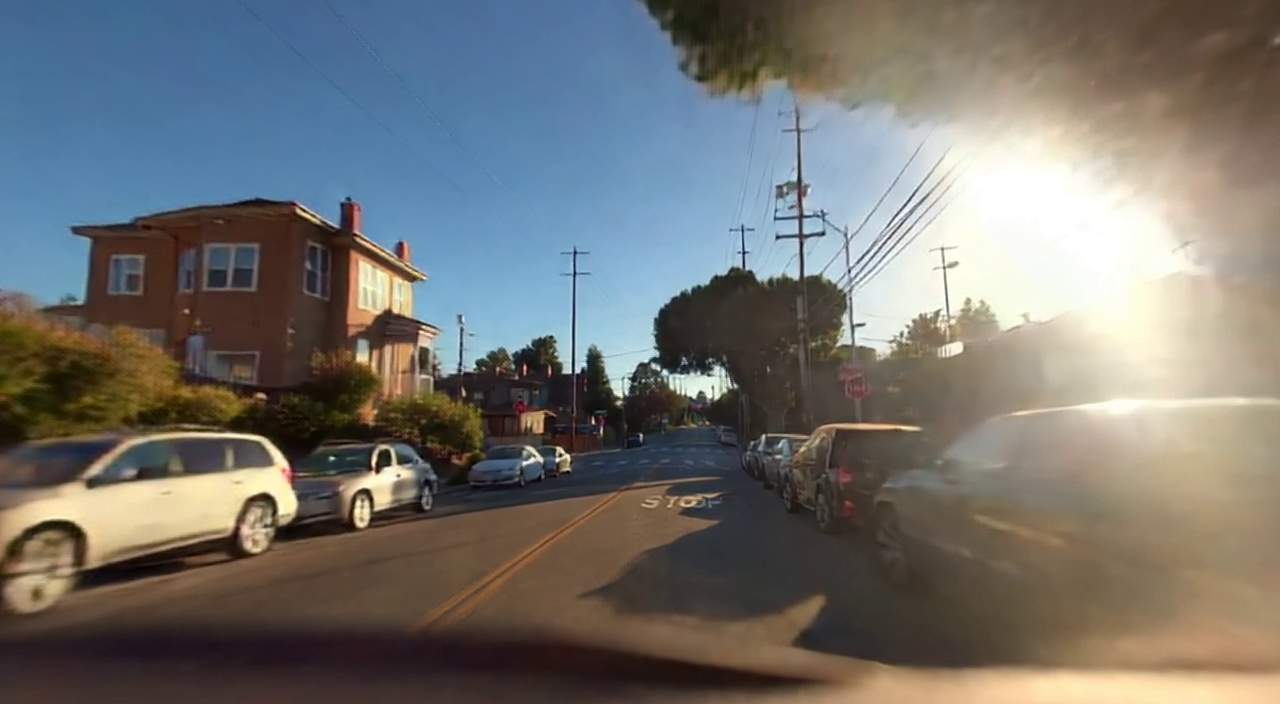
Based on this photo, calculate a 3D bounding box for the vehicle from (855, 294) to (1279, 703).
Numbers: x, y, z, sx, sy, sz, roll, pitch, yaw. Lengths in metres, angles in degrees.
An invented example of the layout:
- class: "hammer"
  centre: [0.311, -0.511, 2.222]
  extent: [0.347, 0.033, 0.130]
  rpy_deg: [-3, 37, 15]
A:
- class: "vehicle"
  centre: [3.169, 1.028, 3.771]
  extent: [2.251, 1.824, 5.504]
  rpy_deg: [-1, -8, 5]

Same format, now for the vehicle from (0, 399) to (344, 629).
- class: "vehicle"
  centre: [-6.451, 1.728, 7.795]
  extent: [2.359, 1.947, 5.833]
  rpy_deg: [-1, -8, 5]

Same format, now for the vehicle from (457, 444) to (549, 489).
- class: "vehicle"
  centre: [-4.866, 4.107, 23.189]
  extent: [2.098, 1.454, 4.449]
  rpy_deg: [-1, -8, 4]
